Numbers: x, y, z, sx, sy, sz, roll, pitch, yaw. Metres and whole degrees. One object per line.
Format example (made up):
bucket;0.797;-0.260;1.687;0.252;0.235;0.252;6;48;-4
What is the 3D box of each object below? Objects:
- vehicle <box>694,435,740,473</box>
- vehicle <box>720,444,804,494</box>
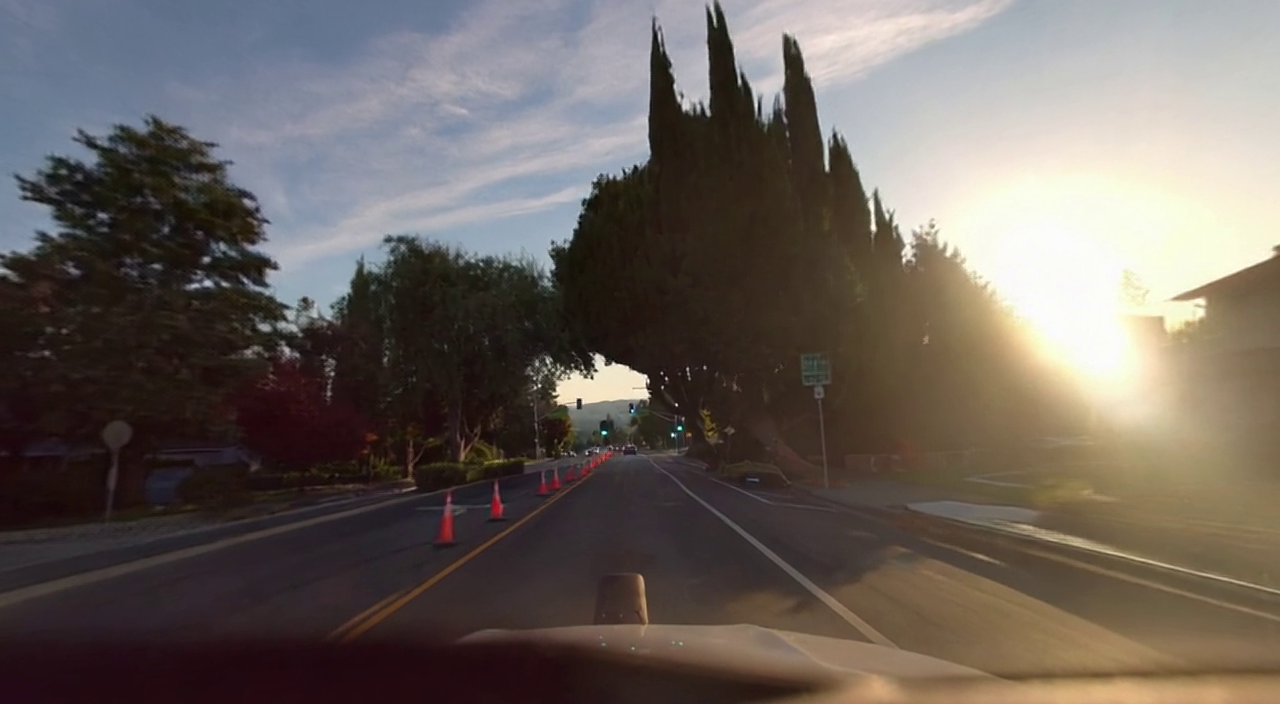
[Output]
vehicle;4.095;5.480;34.168;2.241;1.935;3.270;-1;-8;4
vehicle;3.807;3.714;20.509;1.870;1.441;4.539;0;-8;1
